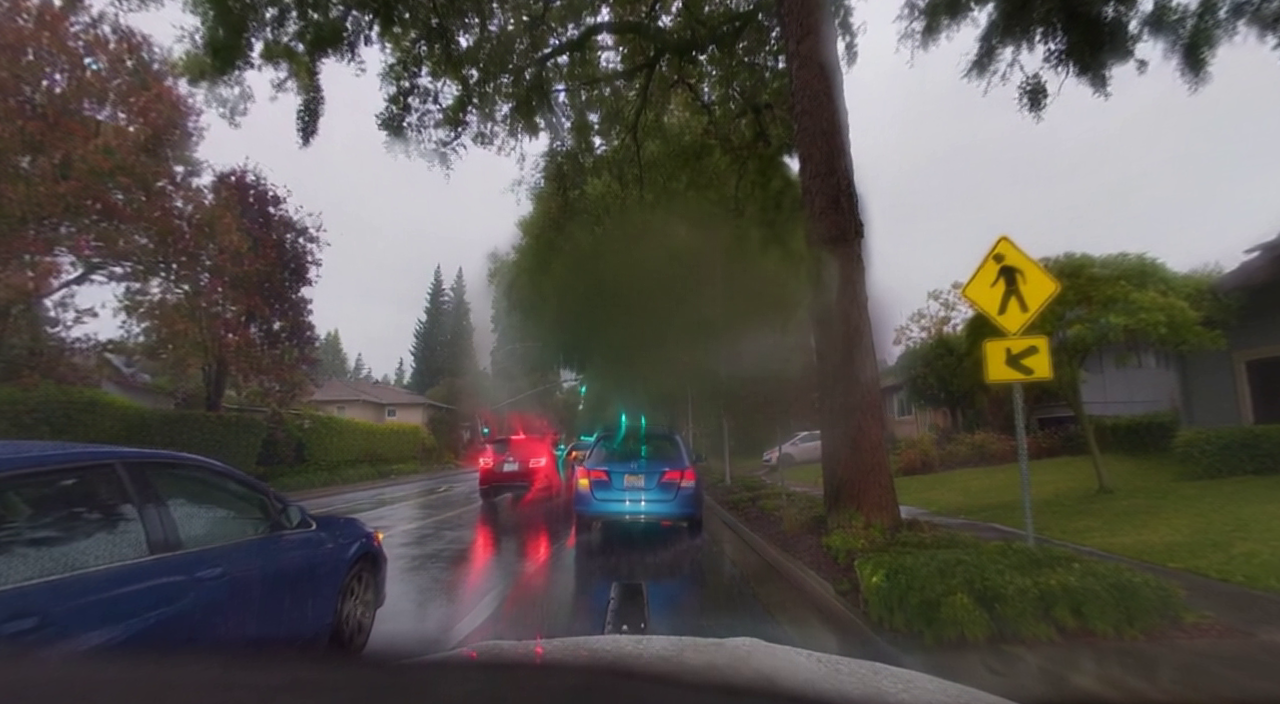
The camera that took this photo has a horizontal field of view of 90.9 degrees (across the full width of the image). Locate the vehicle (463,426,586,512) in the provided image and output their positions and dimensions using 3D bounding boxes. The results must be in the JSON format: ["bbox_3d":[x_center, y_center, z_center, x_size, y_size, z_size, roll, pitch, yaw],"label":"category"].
[{"bbox_3d":[-2.554,2.719,15.045,2.000,1.737,4.133,0,-9,2],"label":"vehicle"}]

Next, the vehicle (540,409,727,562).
[{"bbox_3d":[-0.057,1.818,9.204,2.120,1.718,3.909,0,-9,1],"label":"vehicle"}]

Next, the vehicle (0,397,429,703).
[{"bbox_3d":[-2.868,1.062,3.076,1.968,1.472,4.685,0,-9,1],"label":"vehicle"}]

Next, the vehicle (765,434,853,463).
[{"bbox_3d":[9.424,5.421,35.395,4.456,1.504,1.914,-1,-9,4],"label":"vehicle"}]
